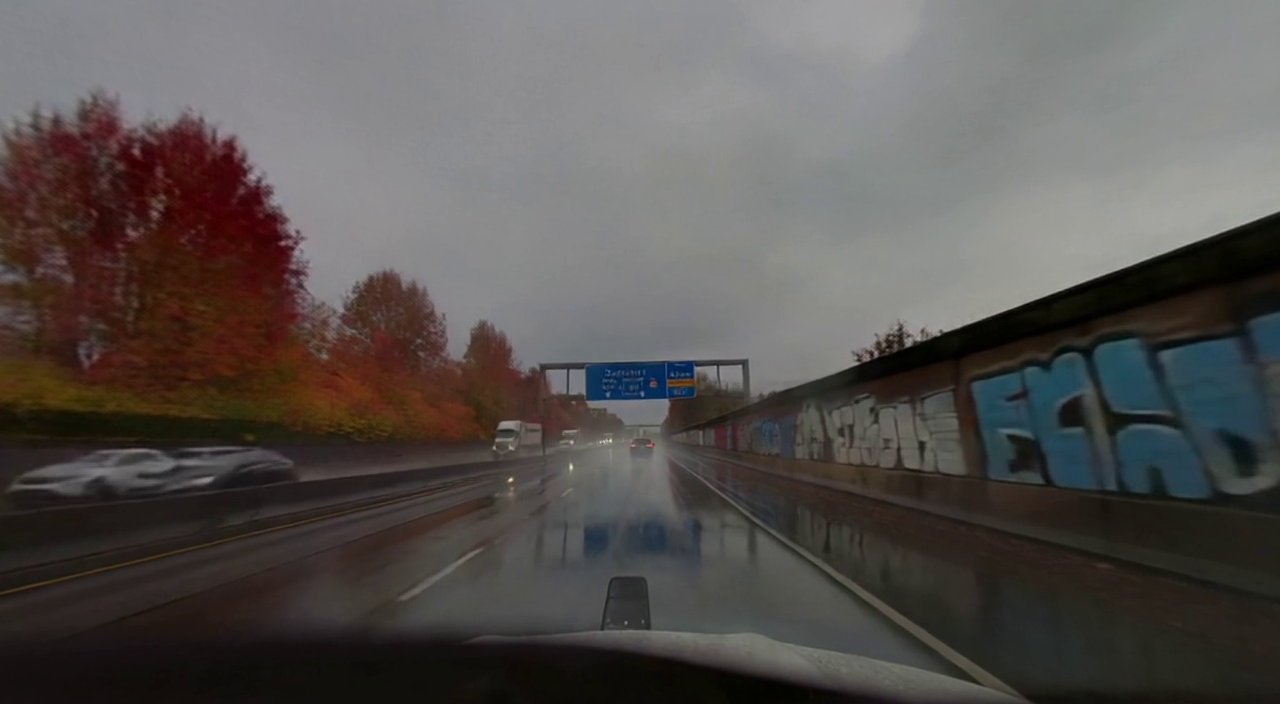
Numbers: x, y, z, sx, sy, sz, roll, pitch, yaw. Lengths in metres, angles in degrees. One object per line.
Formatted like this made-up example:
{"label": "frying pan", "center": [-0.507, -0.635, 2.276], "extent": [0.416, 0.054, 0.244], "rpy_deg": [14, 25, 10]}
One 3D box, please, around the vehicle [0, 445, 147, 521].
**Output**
{"label": "vehicle", "center": [-14.769, 3.099, 15.339], "extent": [1.924, 1.609, 4.275], "rpy_deg": [0, -8, 1]}

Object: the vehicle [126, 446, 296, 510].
{"label": "vehicle", "center": [-11.259, 3.278, 16.895], "extent": [1.768, 1.469, 3.813], "rpy_deg": [0, -8, 2]}
